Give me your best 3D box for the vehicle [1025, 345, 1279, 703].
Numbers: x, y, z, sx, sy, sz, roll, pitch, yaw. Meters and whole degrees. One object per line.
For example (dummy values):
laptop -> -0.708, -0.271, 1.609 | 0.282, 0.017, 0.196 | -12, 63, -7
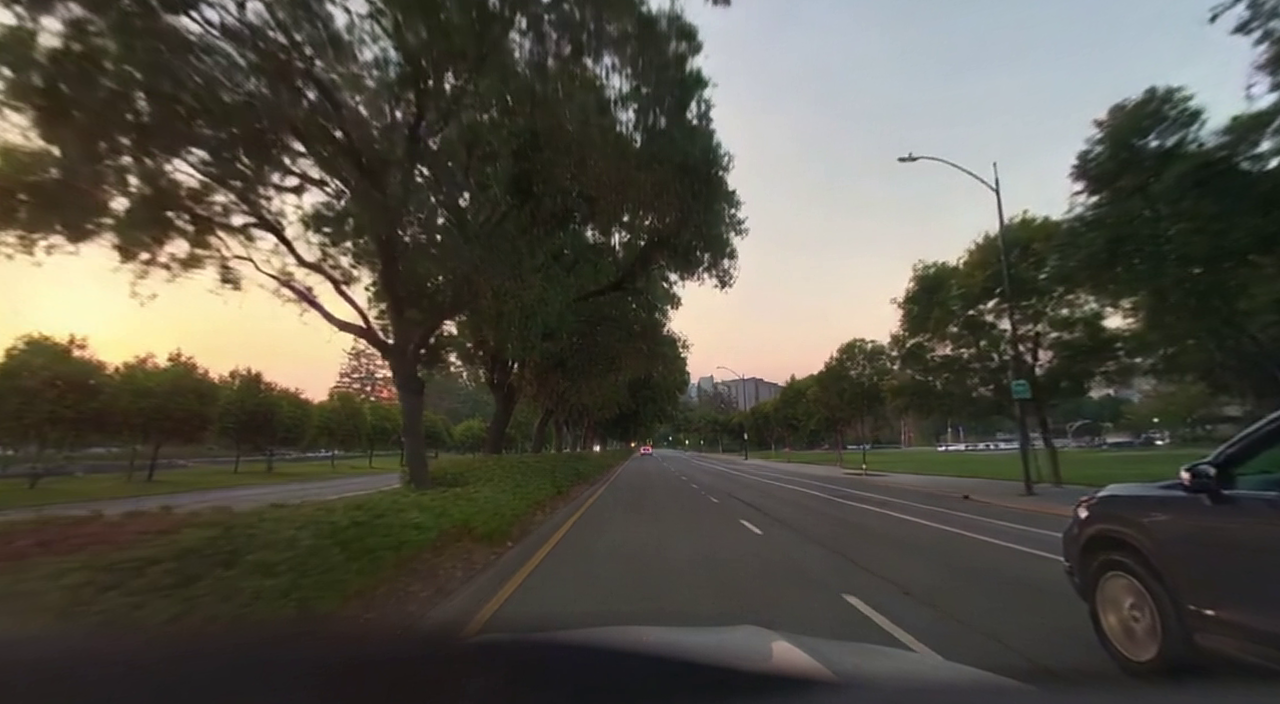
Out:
vehicle -> 3.711, 0.736, 1.780 | 2.087, 1.759, 5.040 | 0, -8, 1
